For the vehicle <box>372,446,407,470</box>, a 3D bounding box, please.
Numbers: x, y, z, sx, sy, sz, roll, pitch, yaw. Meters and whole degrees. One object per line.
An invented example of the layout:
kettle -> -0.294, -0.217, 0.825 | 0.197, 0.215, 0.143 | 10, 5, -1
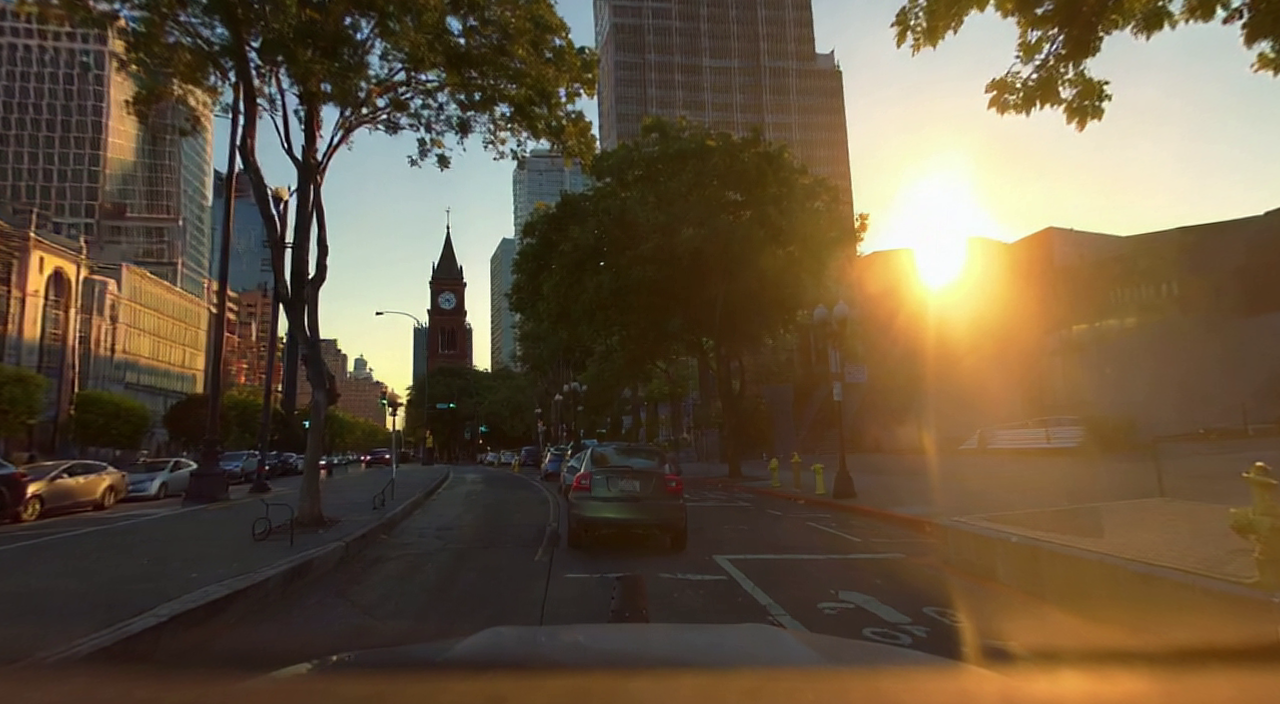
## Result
vehicle -> -19.151, 8.100, 48.295 | 2.179, 1.698, 4.549 | 3, -9, -19

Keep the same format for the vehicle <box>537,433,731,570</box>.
vehicle -> -0.251, 1.939, 9.017 | 2.142, 1.475, 4.051 | 1, -8, -6
